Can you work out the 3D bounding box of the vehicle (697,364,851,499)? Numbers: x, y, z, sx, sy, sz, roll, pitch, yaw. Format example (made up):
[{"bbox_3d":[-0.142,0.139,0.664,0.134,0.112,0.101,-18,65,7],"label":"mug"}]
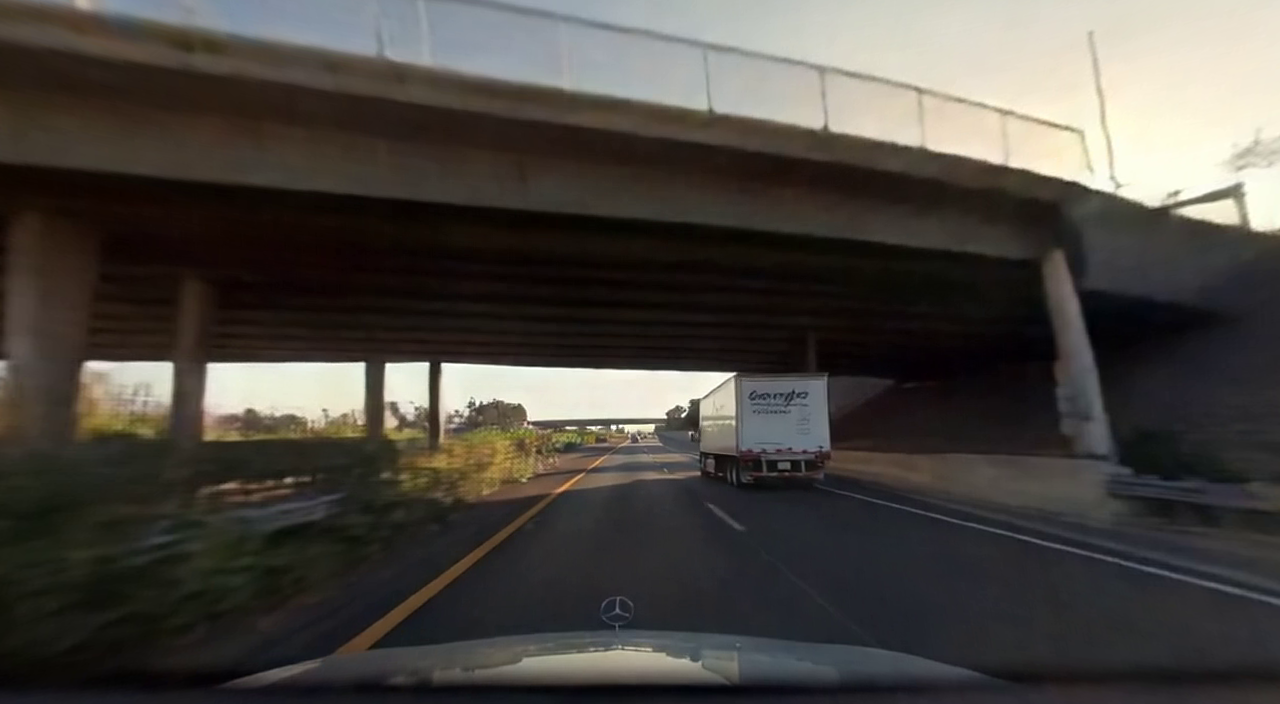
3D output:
[{"bbox_3d":[3.498,2.375,18.568,2.702,3.193,7.196,0,-8,-2],"label":"vehicle"}]
